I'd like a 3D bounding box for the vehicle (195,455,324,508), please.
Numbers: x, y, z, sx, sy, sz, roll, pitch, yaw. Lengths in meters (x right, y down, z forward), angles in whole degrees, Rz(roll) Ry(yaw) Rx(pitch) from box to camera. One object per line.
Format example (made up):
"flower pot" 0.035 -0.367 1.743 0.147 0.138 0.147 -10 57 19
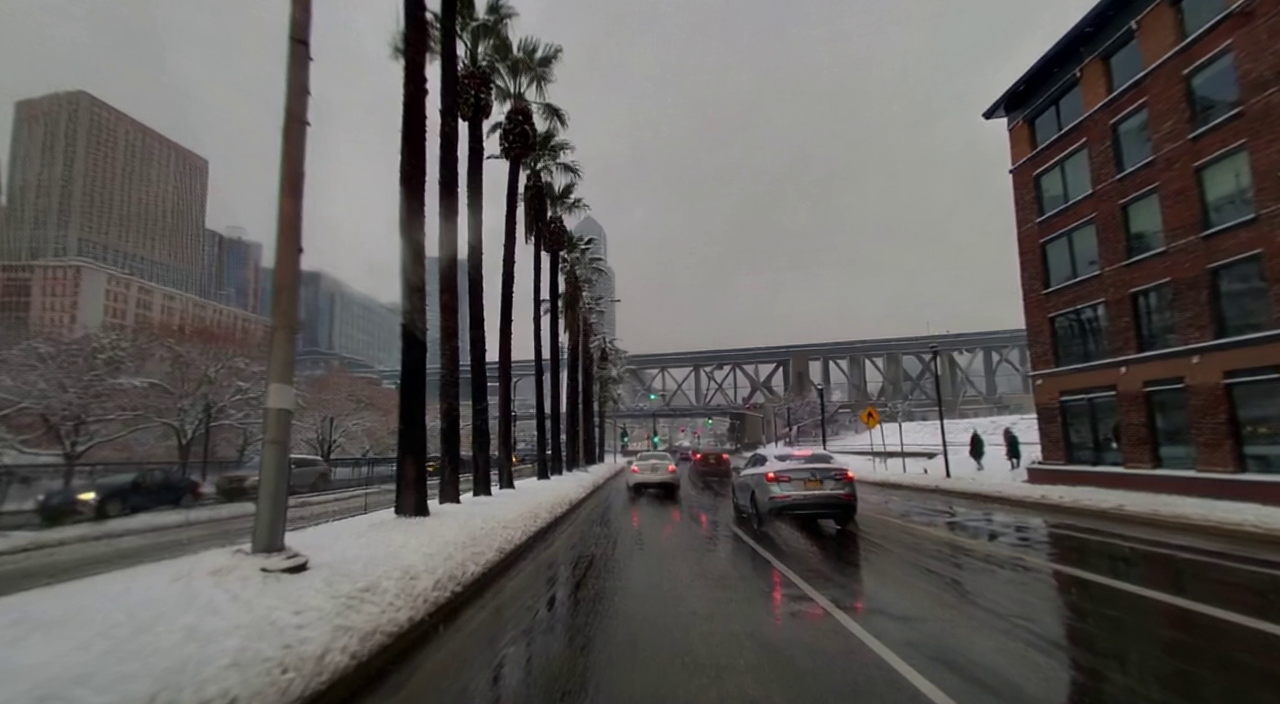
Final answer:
"vehicle" -14.674 4.979 24.706 2.104 1.802 4.852 0 -9 -1

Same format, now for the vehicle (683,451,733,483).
"vehicle" 3.351 5.734 31.672 2.115 1.500 3.524 0 -9 0

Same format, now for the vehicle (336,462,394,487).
"vehicle" -18.420 8.204 42.365 1.873 1.468 4.485 0 -9 0

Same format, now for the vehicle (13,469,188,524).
"vehicle" -17.877 4.784 21.227 1.910 1.473 4.499 0 -9 -1

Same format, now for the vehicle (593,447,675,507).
"vehicle" -0.120 3.460 17.899 2.077 1.518 3.760 0 -9 1

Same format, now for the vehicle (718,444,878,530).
"vehicle" 3.146 2.788 13.783 2.051 1.509 4.933 0 -9 -2
